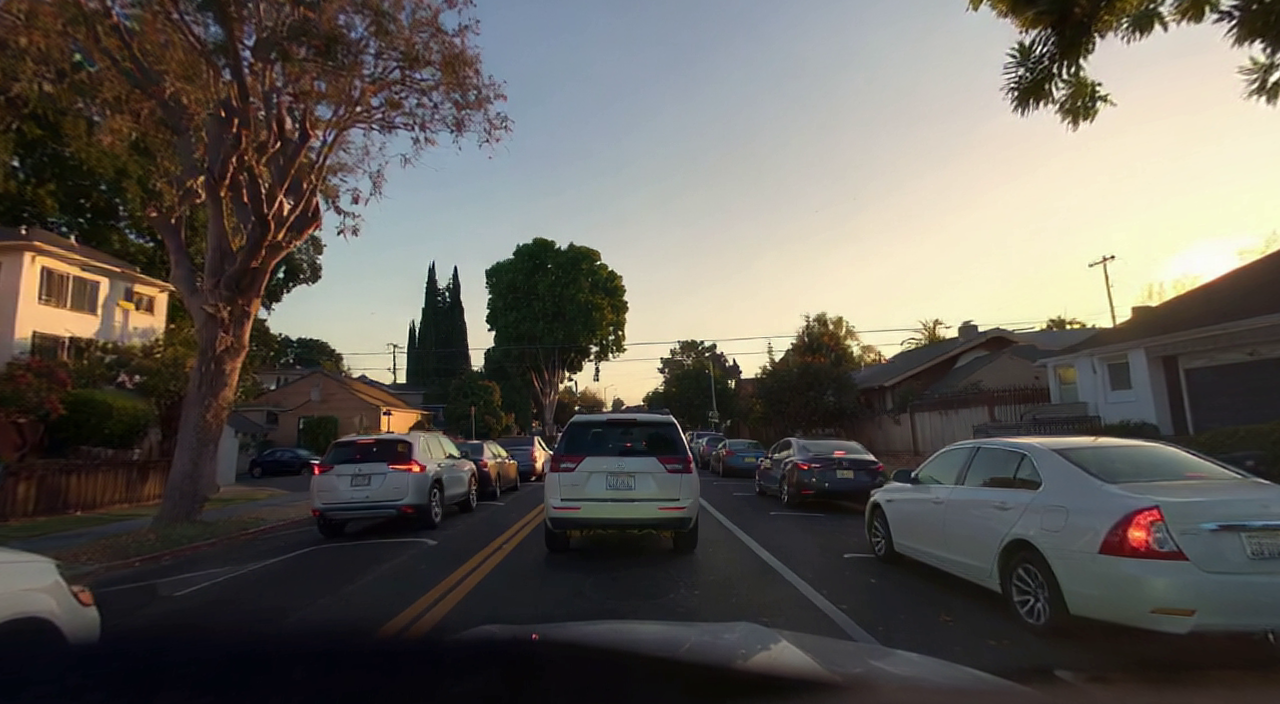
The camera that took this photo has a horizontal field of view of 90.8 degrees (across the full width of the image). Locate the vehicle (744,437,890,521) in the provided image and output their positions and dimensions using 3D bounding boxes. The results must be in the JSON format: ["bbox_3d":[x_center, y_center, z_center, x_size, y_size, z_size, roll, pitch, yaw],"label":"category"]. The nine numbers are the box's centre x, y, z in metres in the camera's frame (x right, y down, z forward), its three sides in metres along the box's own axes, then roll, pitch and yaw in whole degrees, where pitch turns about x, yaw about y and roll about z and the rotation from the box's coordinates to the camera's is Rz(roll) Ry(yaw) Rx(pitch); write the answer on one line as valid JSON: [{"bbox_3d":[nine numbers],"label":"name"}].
[{"bbox_3d":[3.472,2.546,13.240,1.880,1.476,3.932,0,-8,0],"label":"vehicle"}]

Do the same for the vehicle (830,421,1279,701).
[{"bbox_3d":[3.473,1.462,5.766,1.977,1.480,4.589,0,-8,-1],"label":"vehicle"}]

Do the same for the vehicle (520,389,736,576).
[{"bbox_3d":[-0.207,1.616,8.550,2.164,1.867,4.254,0,-8,-2],"label":"vehicle"}]

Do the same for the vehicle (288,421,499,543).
[{"bbox_3d":[-3.723,2.023,10.520,1.864,1.576,4.324,0,-8,-2],"label":"vehicle"}]
